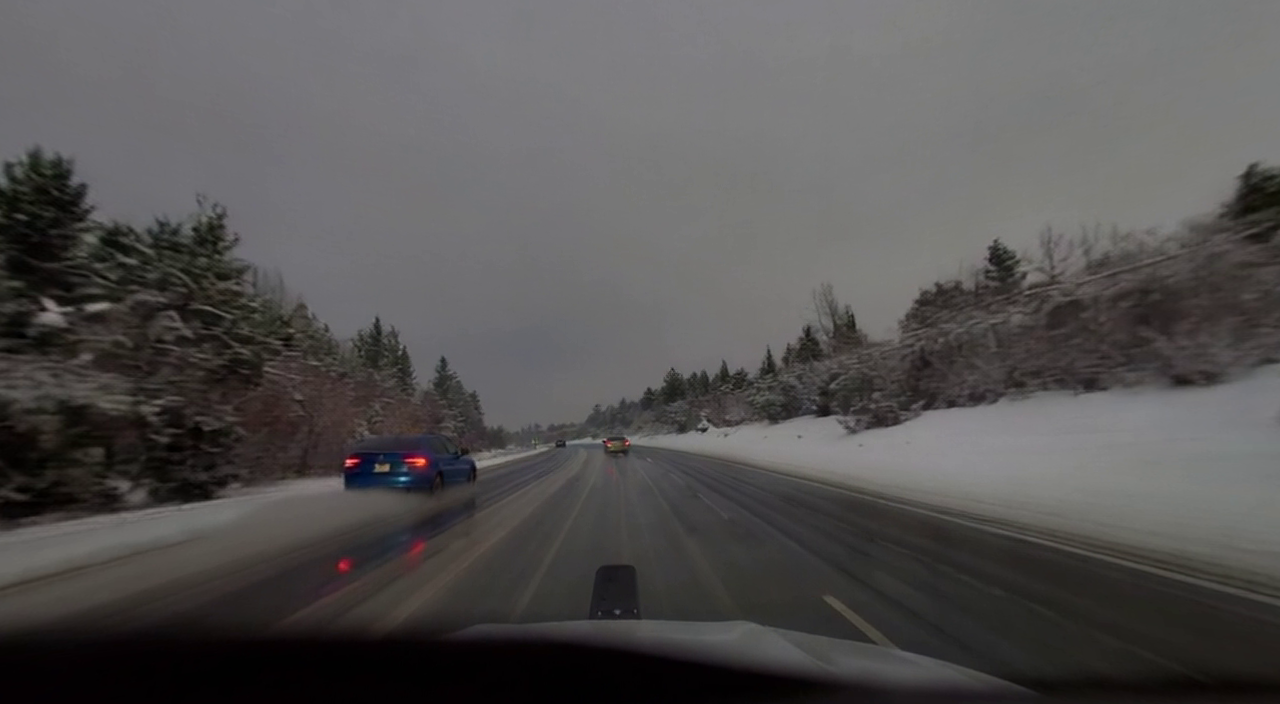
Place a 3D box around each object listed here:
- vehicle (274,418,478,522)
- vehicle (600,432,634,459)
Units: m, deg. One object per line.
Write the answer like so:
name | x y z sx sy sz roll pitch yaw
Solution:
vehicle | -4.807 2.205 12.461 2.039 1.627 4.844 0 -8 -1
vehicle | -1.491 5.841 39.638 2.041 1.618 3.898 0 -8 -4
